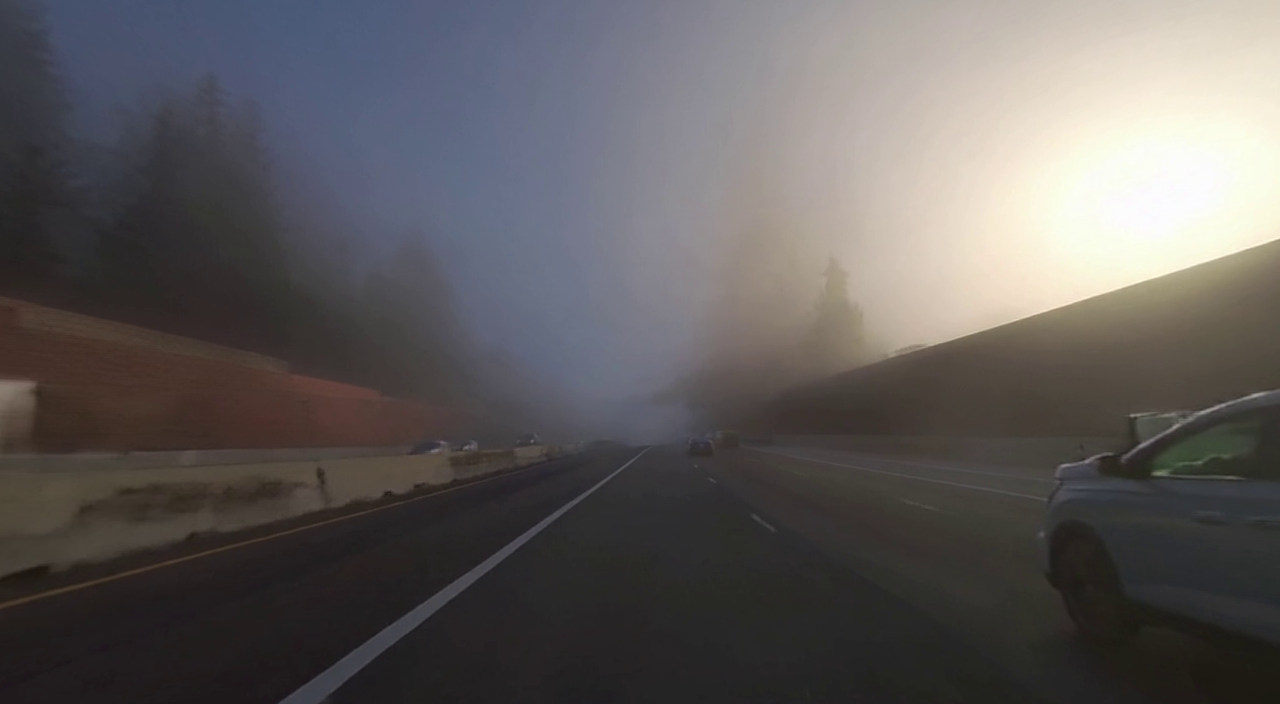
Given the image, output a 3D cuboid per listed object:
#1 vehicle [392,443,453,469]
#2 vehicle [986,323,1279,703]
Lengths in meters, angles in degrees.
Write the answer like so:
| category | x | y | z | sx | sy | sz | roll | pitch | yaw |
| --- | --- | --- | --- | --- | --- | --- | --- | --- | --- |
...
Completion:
| category | x | y | z | sx | sy | sz | roll | pitch | yaw |
| --- | --- | --- | --- | --- | --- | --- | --- | --- | --- |
| vehicle | -13.059 | 6.286 | 38.214 | 1.958 | 1.466 | 4.559 | 0 | -8 | 1 |
| vehicle | 3.874 | 0.761 | 2.676 | 2.190 | 1.783 | 4.637 | 0 | -8 | 1 |
